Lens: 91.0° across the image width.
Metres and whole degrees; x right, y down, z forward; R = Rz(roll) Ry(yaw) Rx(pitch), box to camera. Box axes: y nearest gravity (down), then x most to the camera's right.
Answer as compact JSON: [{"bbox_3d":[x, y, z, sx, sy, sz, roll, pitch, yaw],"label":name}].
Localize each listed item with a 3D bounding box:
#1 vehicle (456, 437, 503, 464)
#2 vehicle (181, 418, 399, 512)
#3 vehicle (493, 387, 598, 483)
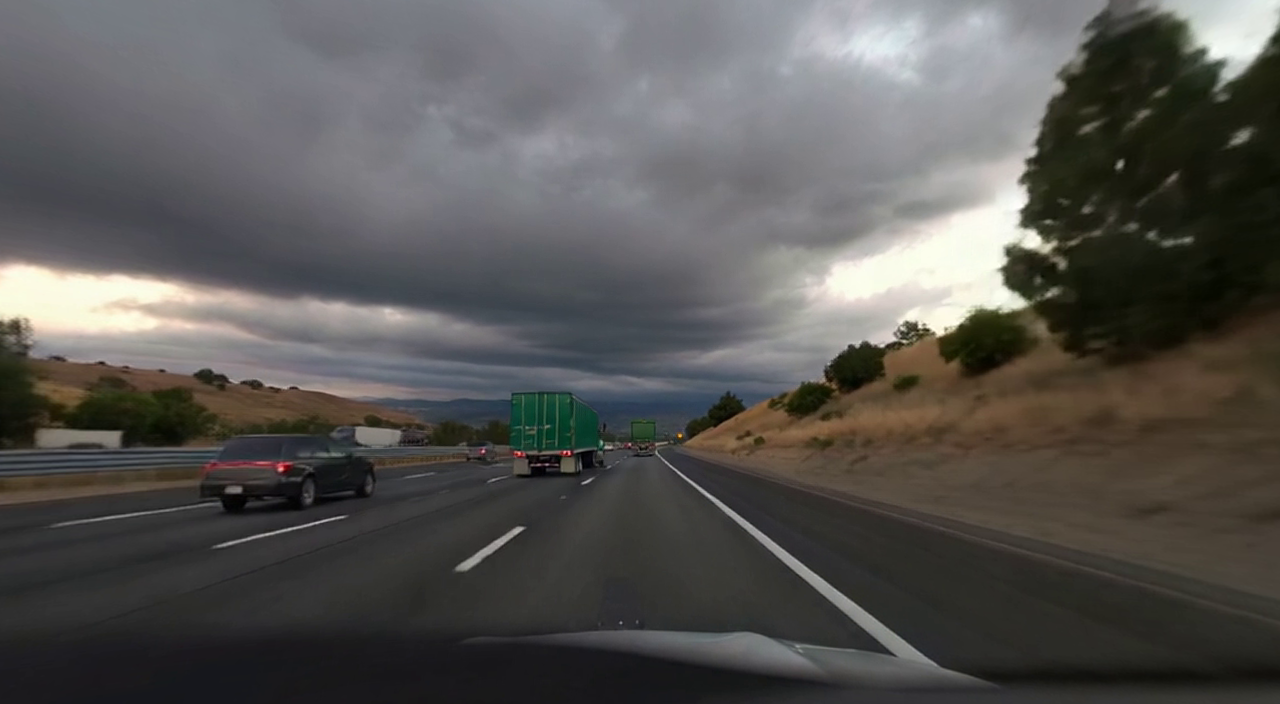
[{"bbox_3d":[-10.683,6.591,42.148,1.964,1.652,4.071,1,-8,1],"label":"vehicle"},{"bbox_3d":[-7.481,2.476,14.213,2.125,1.725,4.715,1,-8,1],"label":"vehicle"},{"bbox_3d":[-3.606,3.667,27.257,2.789,3.271,10.894,1,-8,0],"label":"vehicle"}]
